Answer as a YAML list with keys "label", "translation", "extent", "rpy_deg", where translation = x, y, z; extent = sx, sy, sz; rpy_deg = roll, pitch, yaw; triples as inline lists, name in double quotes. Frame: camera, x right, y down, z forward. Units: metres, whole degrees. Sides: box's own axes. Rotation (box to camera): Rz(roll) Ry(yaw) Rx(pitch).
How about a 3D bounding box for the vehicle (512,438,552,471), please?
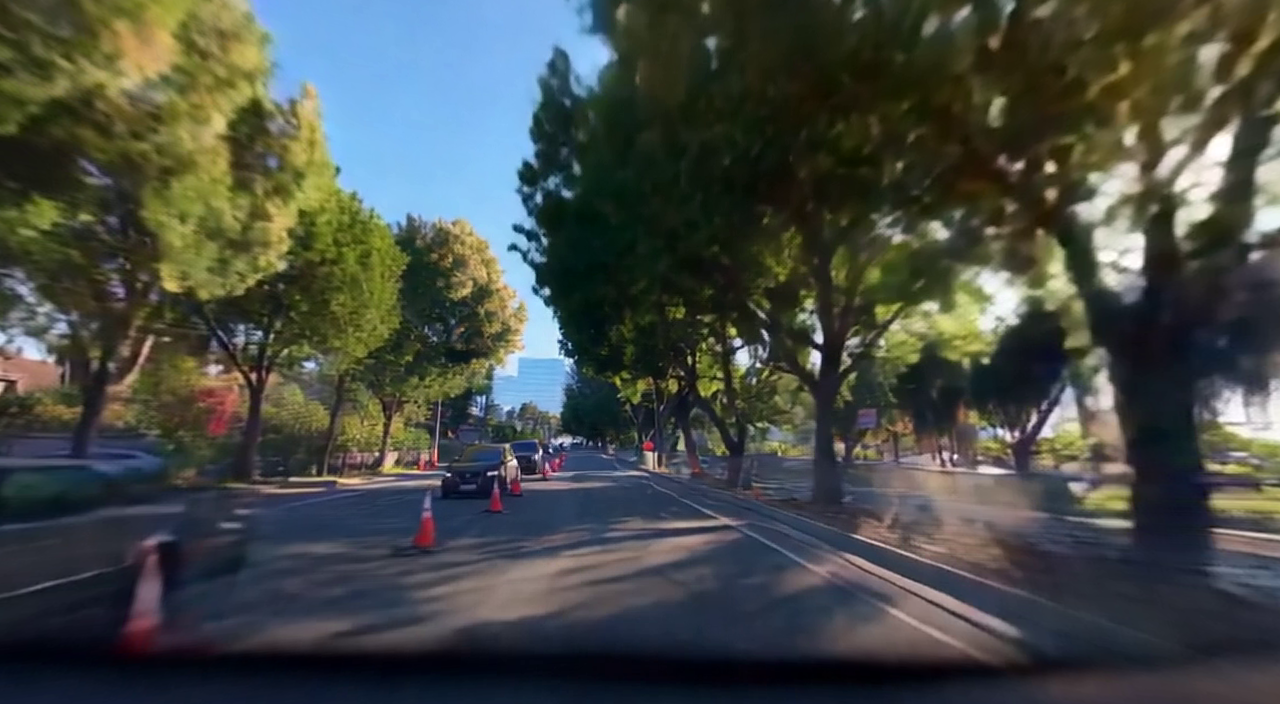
- label: "vehicle"
  translation: [-7.109, 6.804, 42.095]
  extent: [2.064, 2.009, 4.512]
  rpy_deg: [0, -9, -3]

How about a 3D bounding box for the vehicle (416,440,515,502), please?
- label: "vehicle"
  translation: [-5.117, 3.534, 19.134]
  extent: [2.001, 1.642, 3.942]
  rpy_deg: [0, -9, -2]

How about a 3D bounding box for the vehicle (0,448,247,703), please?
- label: "vehicle"
  translation: [-4.549, 1.262, 3.484]
  extent: [1.975, 1.415, 4.194]
  rpy_deg: [-1, -9, 2]
